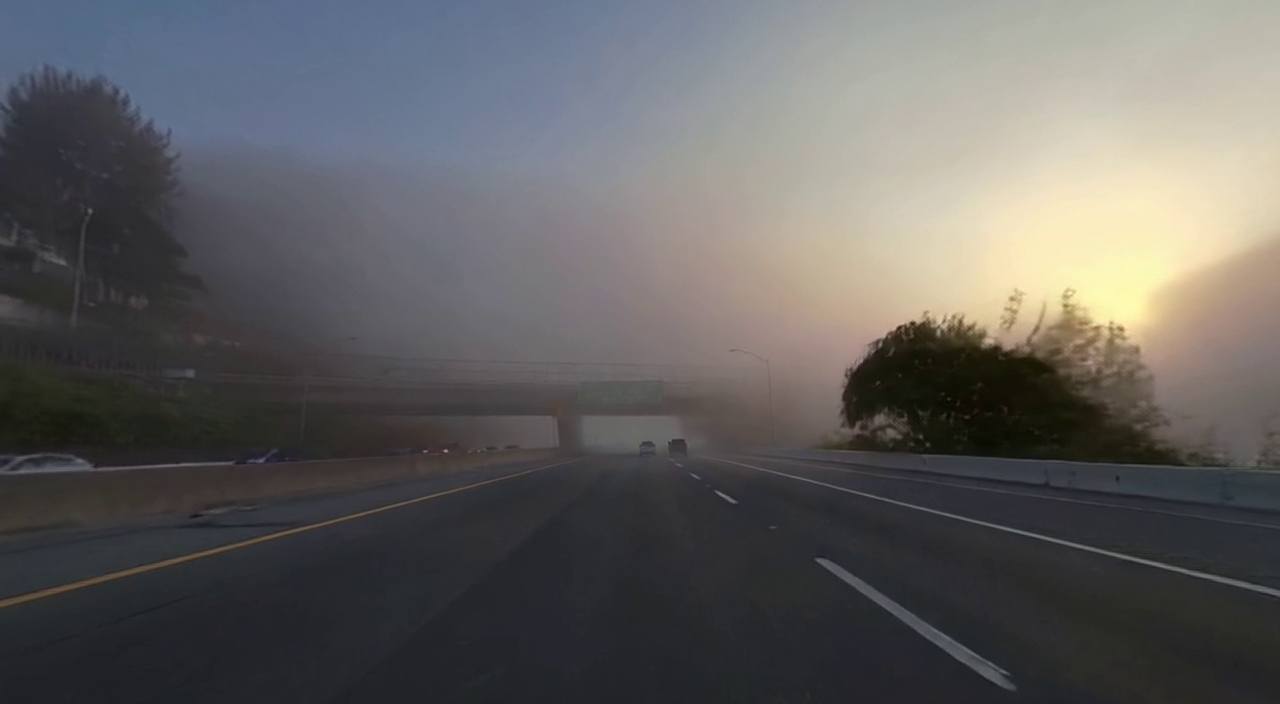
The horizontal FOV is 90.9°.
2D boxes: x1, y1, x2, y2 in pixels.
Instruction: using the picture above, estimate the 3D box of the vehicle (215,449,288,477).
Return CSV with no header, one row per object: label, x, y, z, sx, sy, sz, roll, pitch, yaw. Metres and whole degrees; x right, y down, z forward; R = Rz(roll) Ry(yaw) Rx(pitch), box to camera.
vehicle,-26.628,7.591,43.393,1.901,1.804,4.613,-1,-9,2
